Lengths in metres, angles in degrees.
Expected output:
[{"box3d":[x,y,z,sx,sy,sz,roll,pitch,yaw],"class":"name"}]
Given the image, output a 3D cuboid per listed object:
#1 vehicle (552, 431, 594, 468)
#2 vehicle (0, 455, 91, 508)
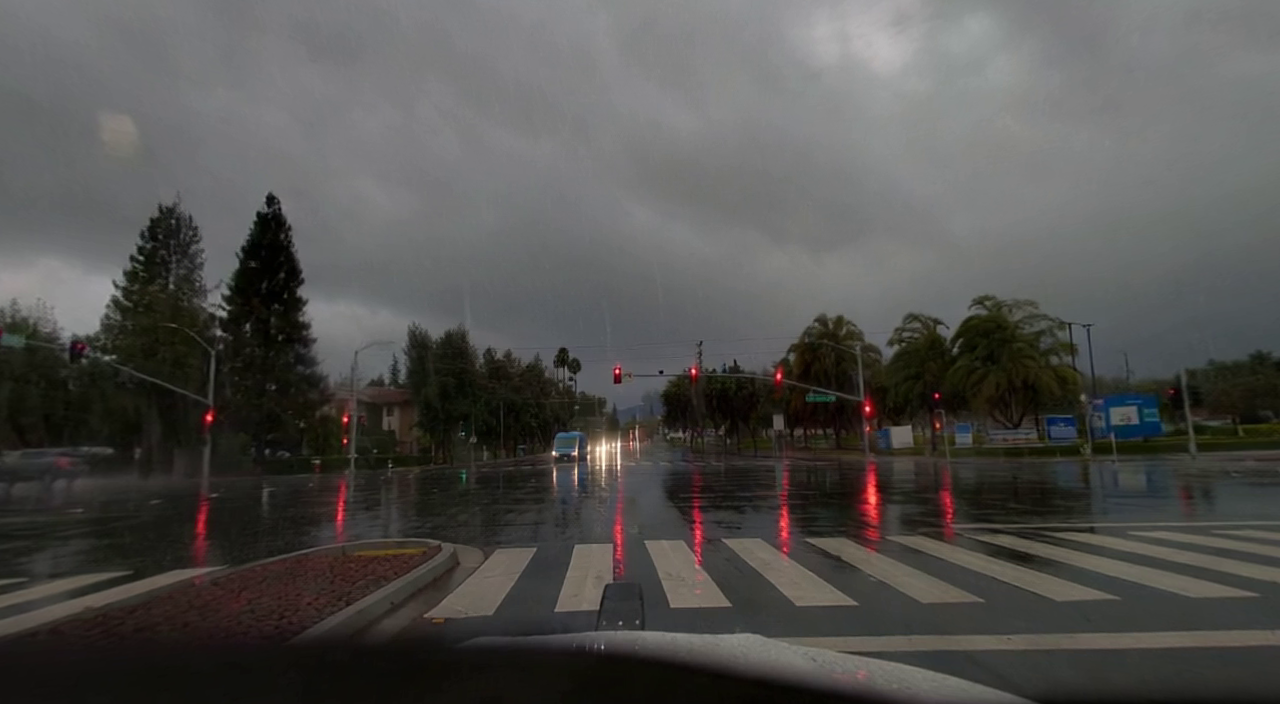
[{"box3d":[-4.614,6.899,44.688,2.465,2.404,5.791,0,-8,-1],"class":"vehicle"},{"box3d":[-32.659,6.731,33.261,5.861,2.543,2.529,-2,-9,14],"class":"vehicle"}]
